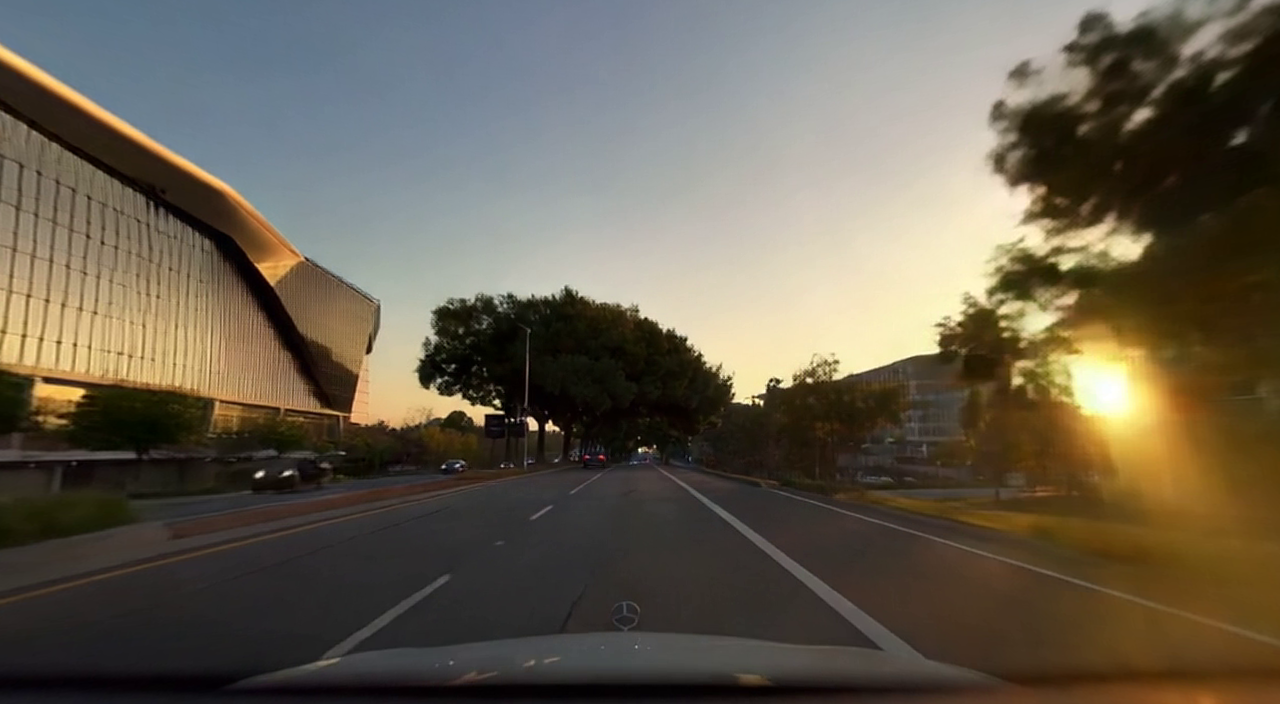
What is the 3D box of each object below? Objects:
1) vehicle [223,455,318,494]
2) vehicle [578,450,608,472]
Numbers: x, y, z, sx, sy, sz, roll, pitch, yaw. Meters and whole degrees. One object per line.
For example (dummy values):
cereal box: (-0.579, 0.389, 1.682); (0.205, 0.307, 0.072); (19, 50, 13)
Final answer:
vehicle: (-18.922, 6.268, 32.665); (2.088, 1.722, 4.609); (0, -8, 1)
vehicle: (-3.575, 8.366, 48.630); (1.984, 1.521, 4.682); (0, -8, 0)
